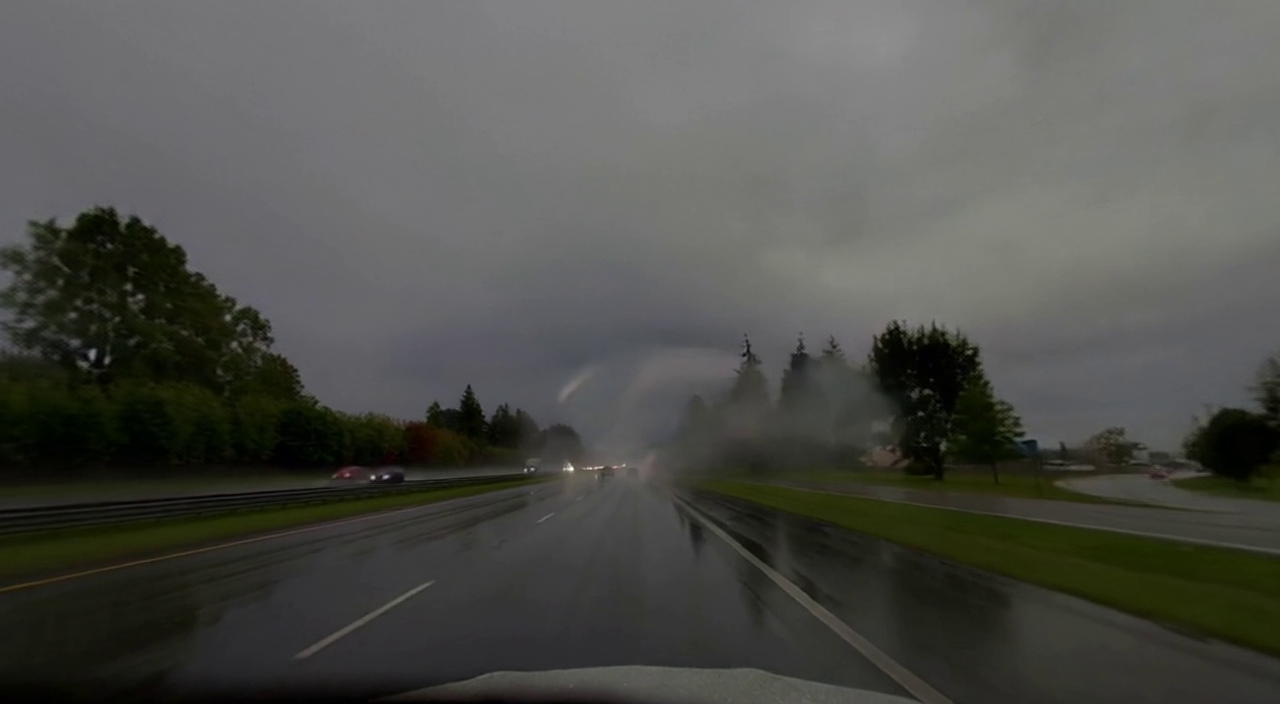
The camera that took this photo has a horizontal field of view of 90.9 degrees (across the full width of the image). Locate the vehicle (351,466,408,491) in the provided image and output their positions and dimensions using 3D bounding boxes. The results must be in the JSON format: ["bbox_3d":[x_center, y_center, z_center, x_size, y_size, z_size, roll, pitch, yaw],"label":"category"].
[{"bbox_3d":[-16.688,8.137,40.589,1.844,1.472,4.130,1,-11,0],"label":"vehicle"}]
